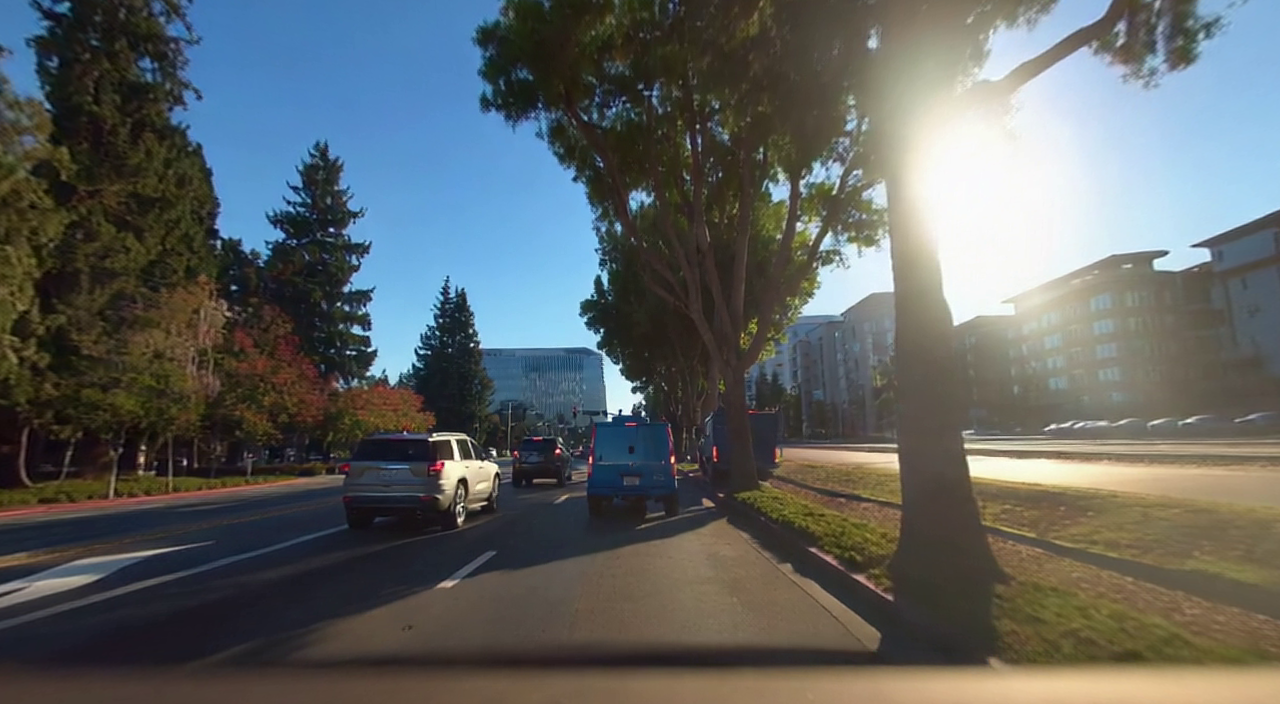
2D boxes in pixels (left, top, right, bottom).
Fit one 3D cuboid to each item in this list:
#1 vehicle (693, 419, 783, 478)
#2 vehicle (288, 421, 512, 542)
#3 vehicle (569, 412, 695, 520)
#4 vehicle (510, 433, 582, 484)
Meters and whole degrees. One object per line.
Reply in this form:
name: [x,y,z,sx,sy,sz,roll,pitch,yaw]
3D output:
vehicle: [3.706,3.844,25.332,2.655,2.054,6.098,0,-8,0]
vehicle: [-3.741,2.101,10.929,1.959,1.614,4.676,0,-8,1]
vehicle: [-0.111,2.181,12.483,2.075,1.770,4.018,0,-8,1]
vehicle: [-3.224,3.744,22.484,1.894,1.642,3.861,0,-8,1]
